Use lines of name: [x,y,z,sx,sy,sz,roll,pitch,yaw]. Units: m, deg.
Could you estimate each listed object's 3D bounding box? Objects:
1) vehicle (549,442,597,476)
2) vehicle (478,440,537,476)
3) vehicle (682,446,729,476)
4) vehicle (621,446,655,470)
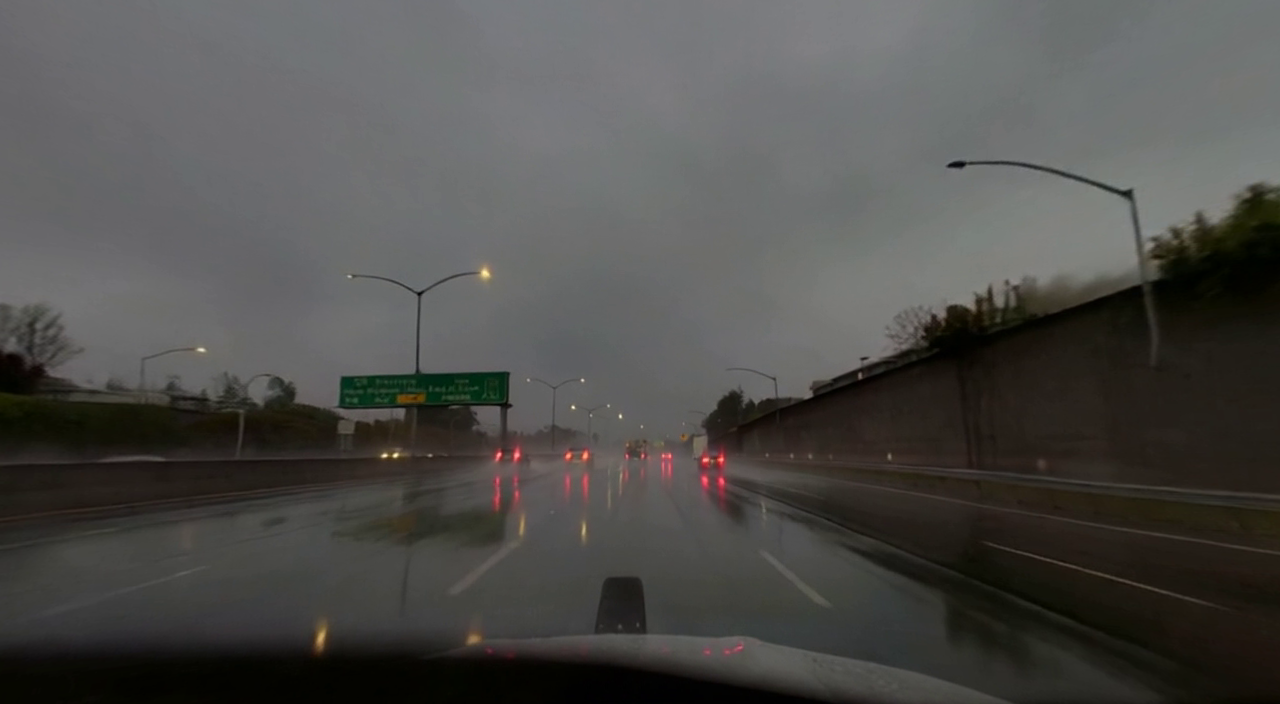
vehicle: [-3.548,5.773,34.246,2.091,1.664,4.157,0,-9,1]
vehicle: [-6.942,5.583,33.427,2.112,1.721,4.381,0,-9,1]
vehicle: [3.558,5.987,34.869,2.077,1.527,4.553,1,-9,-1]
vehicle: [-0.135,7.227,43.061,2.166,1.496,4.158,0,-9,0]
